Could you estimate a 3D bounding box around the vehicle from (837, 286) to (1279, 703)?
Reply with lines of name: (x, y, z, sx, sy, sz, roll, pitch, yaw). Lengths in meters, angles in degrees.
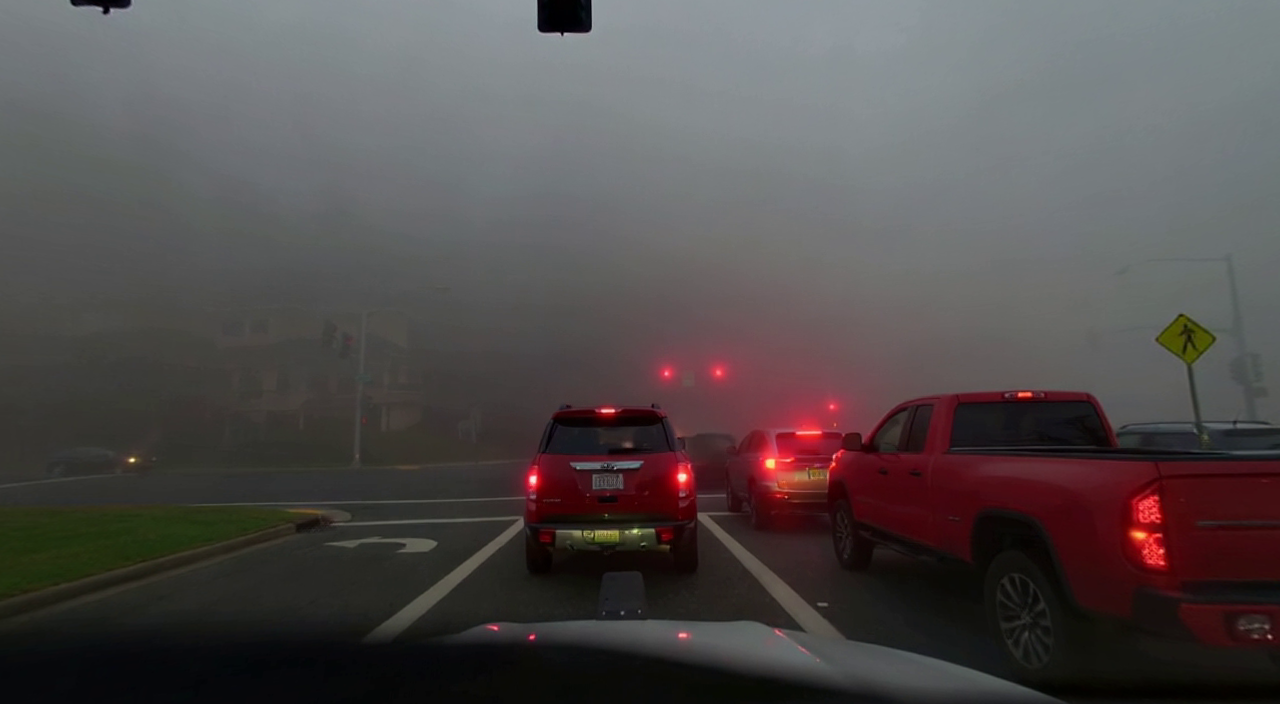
vehicle: (2.978, 0.977, 3.796, 1.886, 1.849, 5.070, 0, -8, -1)

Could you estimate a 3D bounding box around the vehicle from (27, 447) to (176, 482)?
vehicle: (-22.923, 4.783, 27.059, 4.533, 1.350, 1.714, 0, -8, -9)

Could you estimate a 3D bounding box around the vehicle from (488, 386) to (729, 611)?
vehicle: (-0.256, 1.408, 6.805, 1.915, 1.780, 3.379, 0, -8, 0)

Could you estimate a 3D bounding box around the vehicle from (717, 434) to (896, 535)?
vehicle: (2.716, 2.266, 11.528, 1.952, 1.465, 4.421, 0, -8, -1)
